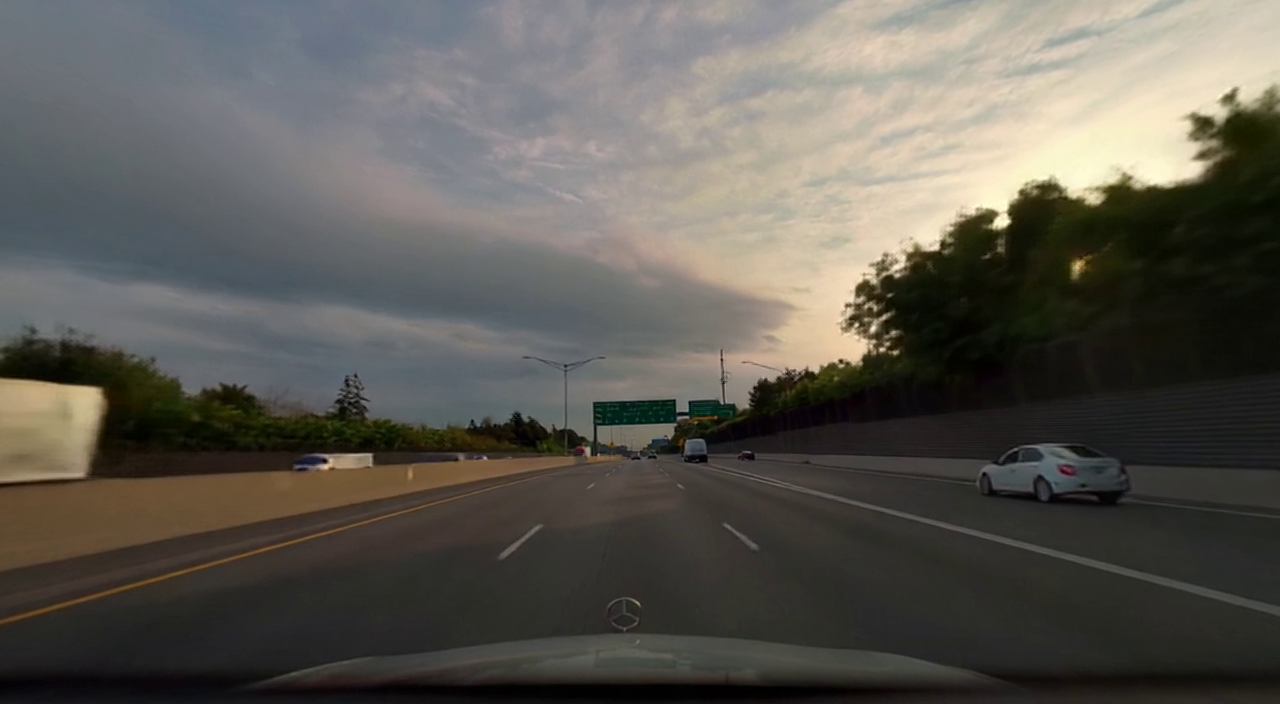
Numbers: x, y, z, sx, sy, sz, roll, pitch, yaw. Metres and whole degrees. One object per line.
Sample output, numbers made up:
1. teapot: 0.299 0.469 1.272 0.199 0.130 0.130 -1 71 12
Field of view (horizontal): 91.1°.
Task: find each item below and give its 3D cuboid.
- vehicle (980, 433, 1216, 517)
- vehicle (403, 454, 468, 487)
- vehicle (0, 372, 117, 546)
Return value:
1. vehicle: 10.433 2.823 14.952 1.950 1.632 4.845 0 -9 0
2. vehicle: -10.217 5.943 31.764 1.913 1.474 4.284 0 -9 -1
3. vehicle: -16.252 2.348 13.753 3.138 3.947 7.349 0 -8 -1
